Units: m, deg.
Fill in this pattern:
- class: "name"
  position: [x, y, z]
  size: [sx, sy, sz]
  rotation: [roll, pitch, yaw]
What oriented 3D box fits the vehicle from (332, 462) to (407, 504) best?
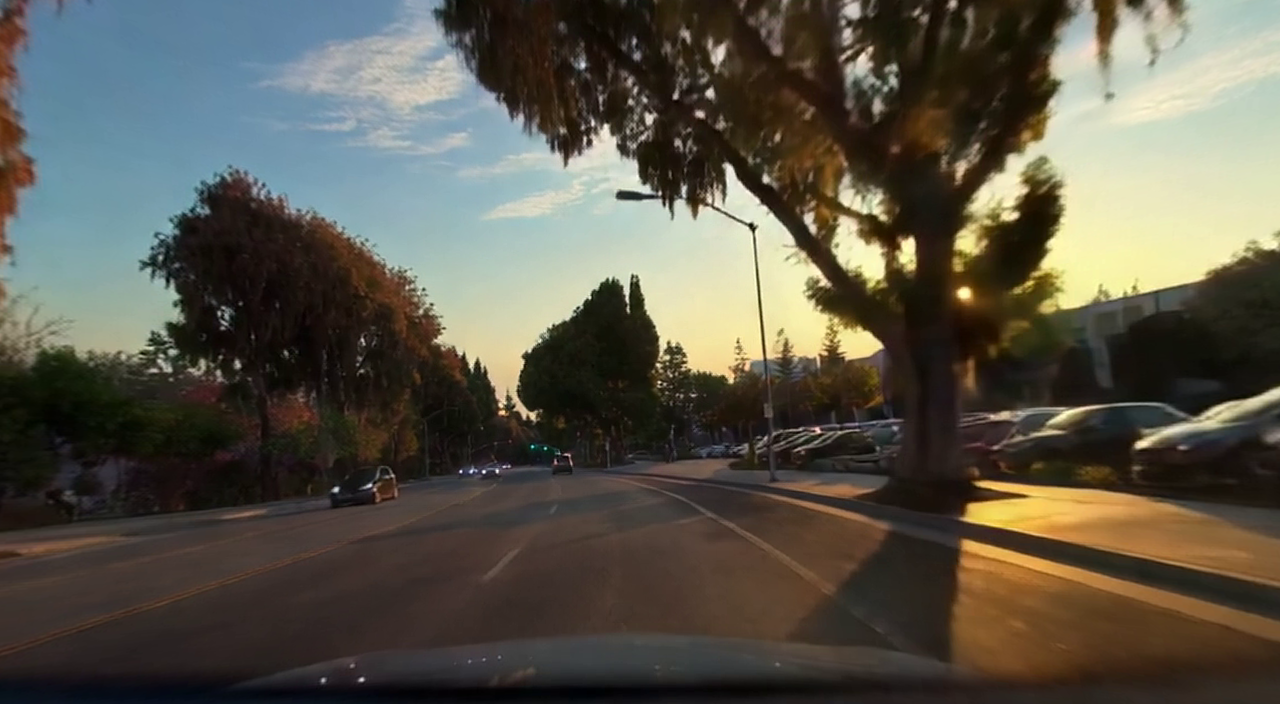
- class: "vehicle"
  position: [-13.294, 6.421, 31.352]
  size: [2.150, 1.754, 4.667]
  rotation: [1, -8, -7]
